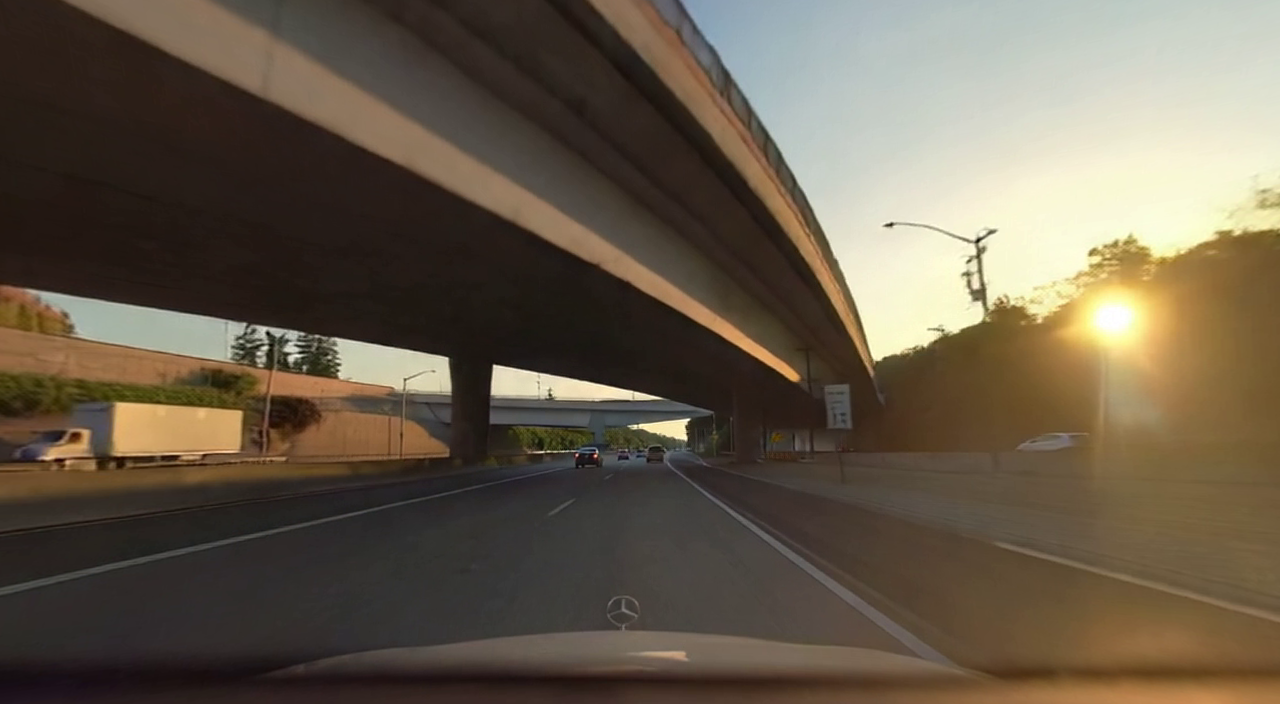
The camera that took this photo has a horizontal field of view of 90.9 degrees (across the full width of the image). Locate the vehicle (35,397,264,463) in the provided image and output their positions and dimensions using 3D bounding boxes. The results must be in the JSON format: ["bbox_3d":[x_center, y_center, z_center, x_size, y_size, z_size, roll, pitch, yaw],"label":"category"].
[{"bbox_3d":[-33.870,5.935,45.529,2.917,3.848,17.244,0,-9,0],"label":"vehicle"}]

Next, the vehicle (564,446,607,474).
[{"bbox_3d":[-3.463,6.977,41.000,2.263,1.696,4.321,0,-9,1],"label":"vehicle"}]
